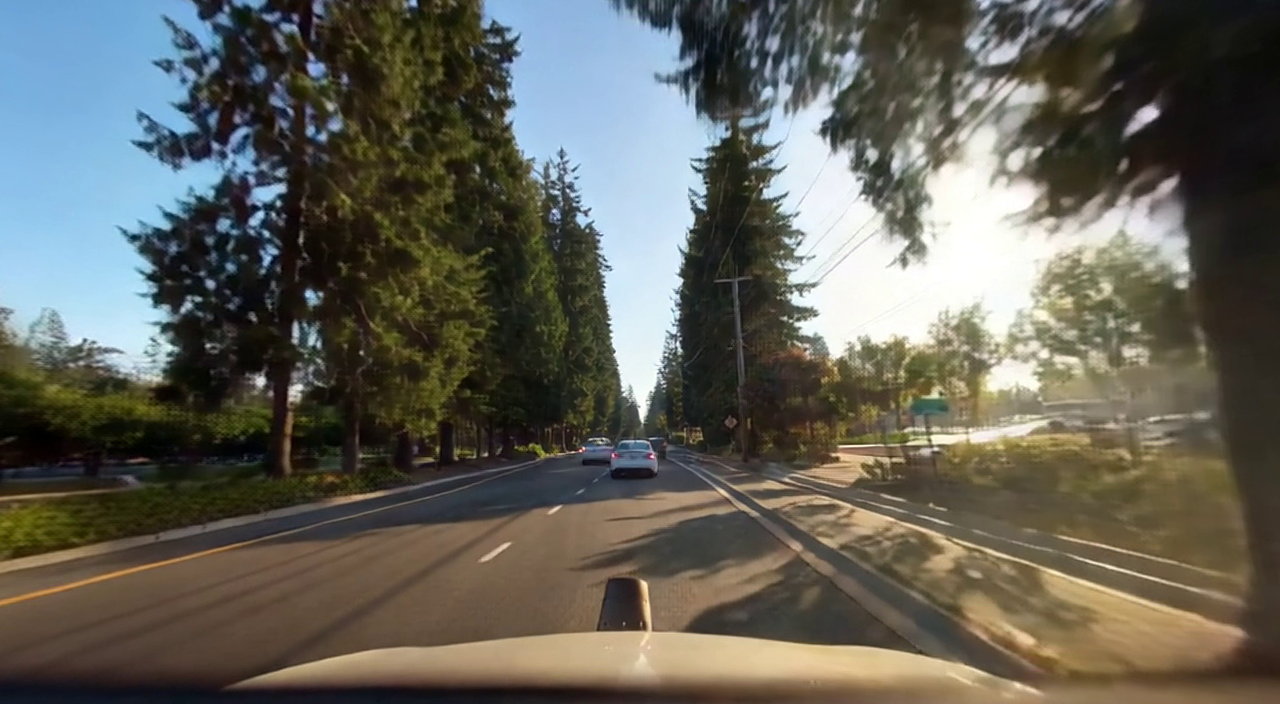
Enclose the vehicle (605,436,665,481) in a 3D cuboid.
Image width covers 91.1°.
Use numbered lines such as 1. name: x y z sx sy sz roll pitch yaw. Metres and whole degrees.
1. vehicle: -0.169 3.827 22.832 1.991 1.463 3.988 0 -8 0
